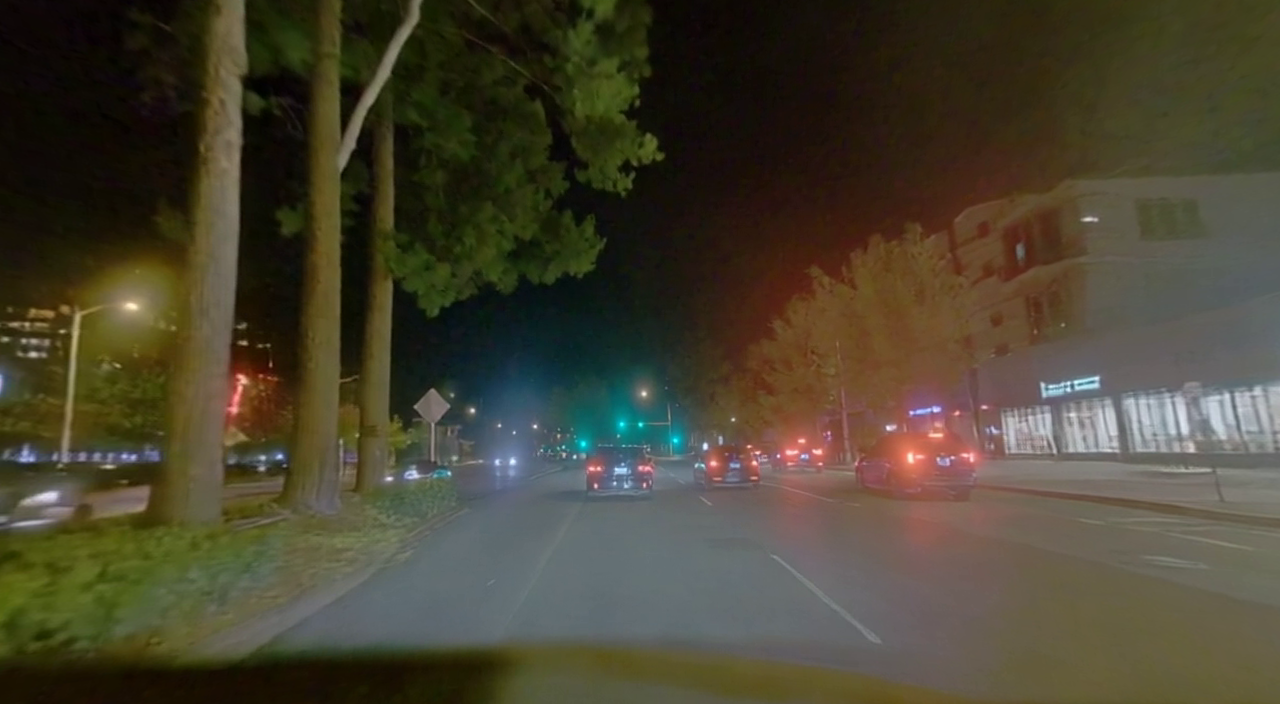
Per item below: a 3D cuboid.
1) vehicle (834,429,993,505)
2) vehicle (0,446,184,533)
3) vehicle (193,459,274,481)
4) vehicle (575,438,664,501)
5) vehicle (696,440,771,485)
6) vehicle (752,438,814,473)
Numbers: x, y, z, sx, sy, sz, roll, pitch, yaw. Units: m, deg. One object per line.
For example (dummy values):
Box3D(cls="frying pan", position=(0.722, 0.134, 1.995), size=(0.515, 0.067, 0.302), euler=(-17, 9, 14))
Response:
Box3D(cls="vehicle", position=(7.058, 3.014, 17.027), size=(2.052, 1.708, 4.842), euler=(0, -9, -1))
Box3D(cls="vehicle", position=(-12.062, 2.805, 13.409), size=(1.934, 1.491, 3.684), euler=(-1, -8, 1))
Box3D(cls="vehicle", position=(-28.187, 8.188, 43.903), size=(4.346, 1.435, 1.909), euler=(-1, -9, 3))
Box3D(cls="vehicle", position=(-0.661, 3.090, 17.013), size=(2.101, 1.444, 4.248), euler=(0, -9, -5))
Box3D(cls="vehicle", position=(3.316, 4.023, 23.346), size=(1.993, 1.477, 4.240), euler=(0, -9, -2))
Box3D(cls="vehicle", position=(7.276, 5.316, 32.599), size=(2.025, 1.666, 4.448), euler=(0, -9, -1))
